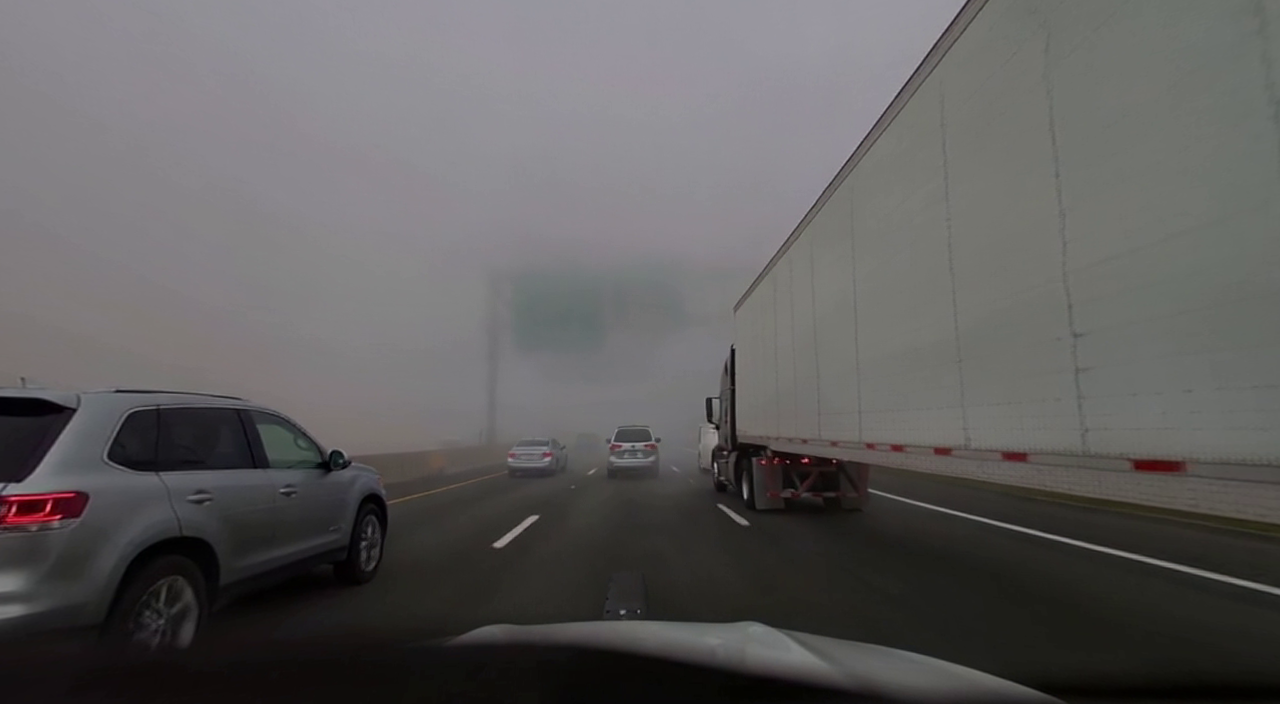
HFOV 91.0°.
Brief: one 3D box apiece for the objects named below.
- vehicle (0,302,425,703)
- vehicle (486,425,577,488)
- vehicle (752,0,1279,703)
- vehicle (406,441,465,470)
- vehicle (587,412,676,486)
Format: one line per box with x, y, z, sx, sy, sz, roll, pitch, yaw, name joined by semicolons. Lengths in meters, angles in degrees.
-3.427;1.022;4.241;2.193;1.803;4.958;0;-8;0;vehicle
-3.413;3.407;20.815;2.120;1.812;4.659;0;-8;1;vehicle
3.592;-0.172;4.020;2.852;4.121;16.210;0;-8;0;vehicle
-11.977;6.071;37.196;1.927;1.618;4.545;0;-8;1;vehicle
-0.281;3.392;22.205;2.704;2.216;5.804;0;-8;0;vehicle
